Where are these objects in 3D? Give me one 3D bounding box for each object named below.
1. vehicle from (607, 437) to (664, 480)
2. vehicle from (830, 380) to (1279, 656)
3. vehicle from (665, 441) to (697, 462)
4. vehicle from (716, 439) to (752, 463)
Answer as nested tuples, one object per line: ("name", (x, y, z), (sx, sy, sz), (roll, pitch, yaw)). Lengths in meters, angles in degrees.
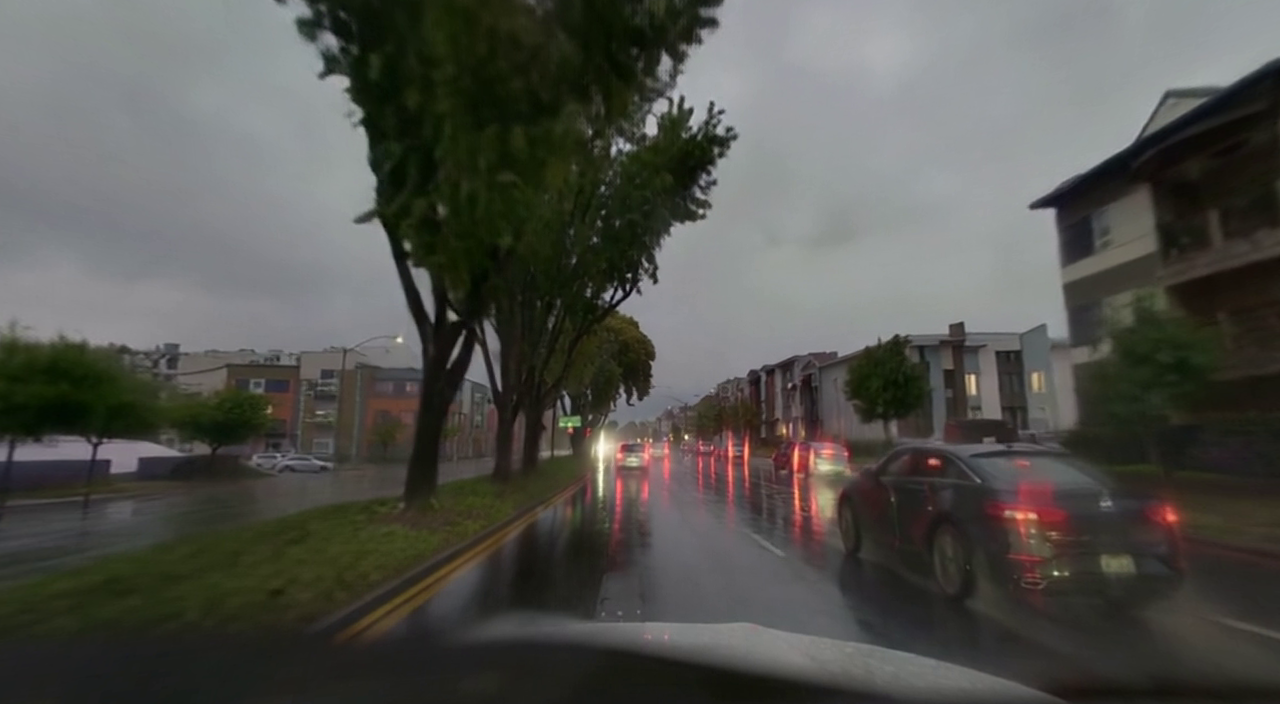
("vehicle", (-0.175, 4.046, 24.153), (2.006, 1.487, 3.535), (0, -9, 0))
("vehicle", (3.478, 1.337, 6.072), (1.949, 1.723, 4.020), (0, -9, -1))
("vehicle", (3.012, 7.401, 46.943), (1.910, 1.474, 4.003), (0, -9, -2))
("vehicle", (7.281, 7.745, 49.374), (2.115, 1.739, 4.528), (0, -9, -1))
